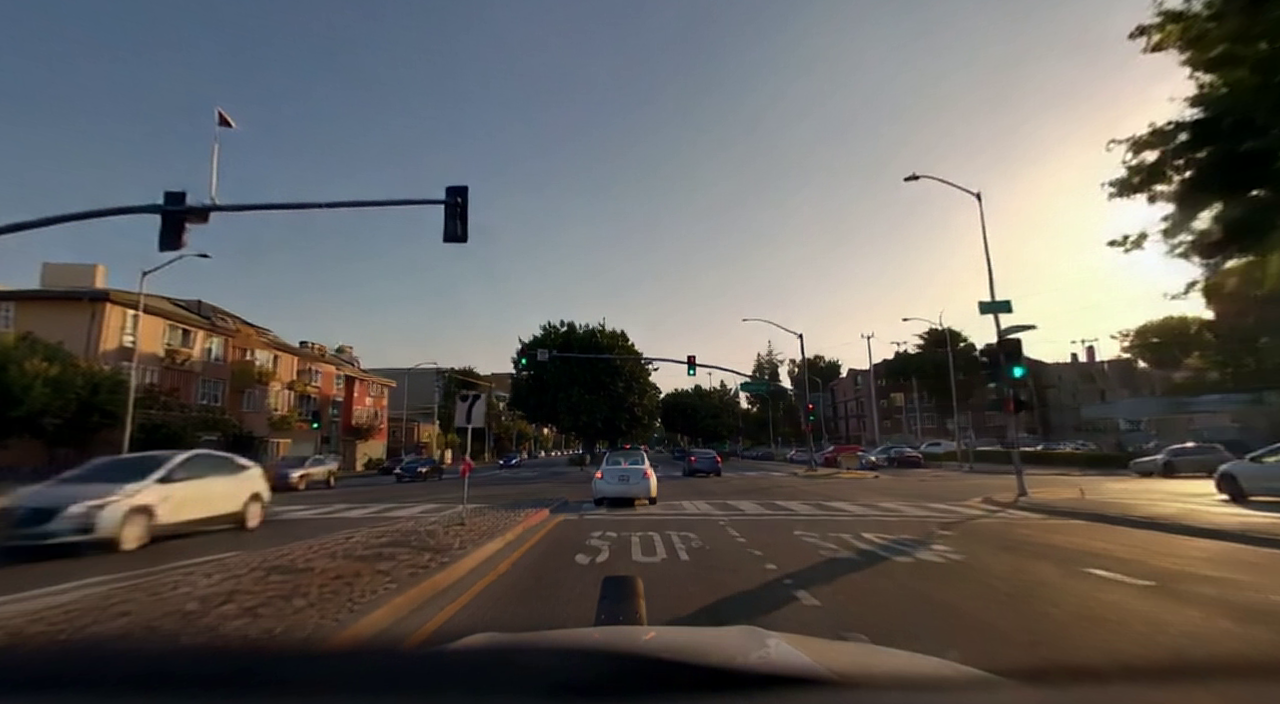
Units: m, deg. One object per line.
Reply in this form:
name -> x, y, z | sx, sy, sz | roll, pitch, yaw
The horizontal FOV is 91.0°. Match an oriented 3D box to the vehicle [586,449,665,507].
vehicle -> -0.382, 3.512, 18.067 | 2.010, 1.447, 4.121 | 0, -9, -1

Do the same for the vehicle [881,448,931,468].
vehicle -> 19.936, 7.922, 47.065 | 1.932, 1.430, 4.203 | -8, -12, 43

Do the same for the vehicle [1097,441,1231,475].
vehicle -> 26.007, 5.285, 31.388 | 4.665, 1.612, 1.937 | -1, -9, 8

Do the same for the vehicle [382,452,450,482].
vehicle -> -12.054, 6.213, 34.230 | 1.963, 1.504, 4.640 | 0, -9, 0

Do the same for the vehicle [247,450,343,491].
vehicle -> -15.840, 5.441, 29.190 | 1.922, 1.717, 4.366 | 0, -9, 0

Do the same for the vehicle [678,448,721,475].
vehicle -> 3.437, 6.378, 36.866 | 2.023, 1.506, 3.816 | 0, -9, -2

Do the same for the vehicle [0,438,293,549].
vehicle -> -8.507, 2.377, 11.287 | 1.966, 1.571, 4.479 | 0, -9, 0
